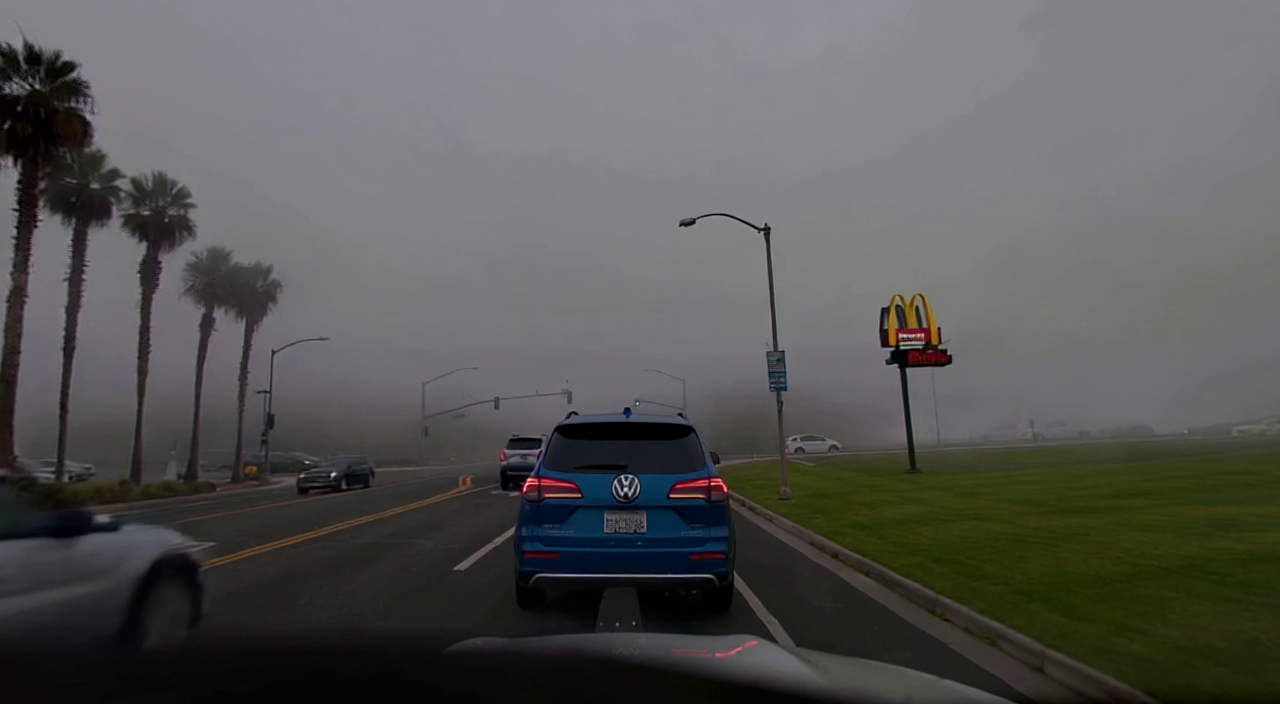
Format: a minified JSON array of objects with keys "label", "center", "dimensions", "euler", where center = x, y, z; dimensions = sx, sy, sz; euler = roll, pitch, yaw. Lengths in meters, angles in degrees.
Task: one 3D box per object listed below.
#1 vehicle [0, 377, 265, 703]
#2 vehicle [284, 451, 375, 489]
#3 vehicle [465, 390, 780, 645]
[{"label":"vehicle","center":[-3.946,0.920,2.708],"dimensions":[2.023,1.648,4.302],"euler":[0,-9,0]},{"label":"vehicle","center":[-14.954,5.679,30.777],"dimensions":[2.069,1.617,4.613],"euler":[0,-9,0]},{"label":"vehicle","center":[-0.142,1.422,6.350],"dimensions":[2.137,1.728,3.926],"euler":[0,-9,-1]}]
